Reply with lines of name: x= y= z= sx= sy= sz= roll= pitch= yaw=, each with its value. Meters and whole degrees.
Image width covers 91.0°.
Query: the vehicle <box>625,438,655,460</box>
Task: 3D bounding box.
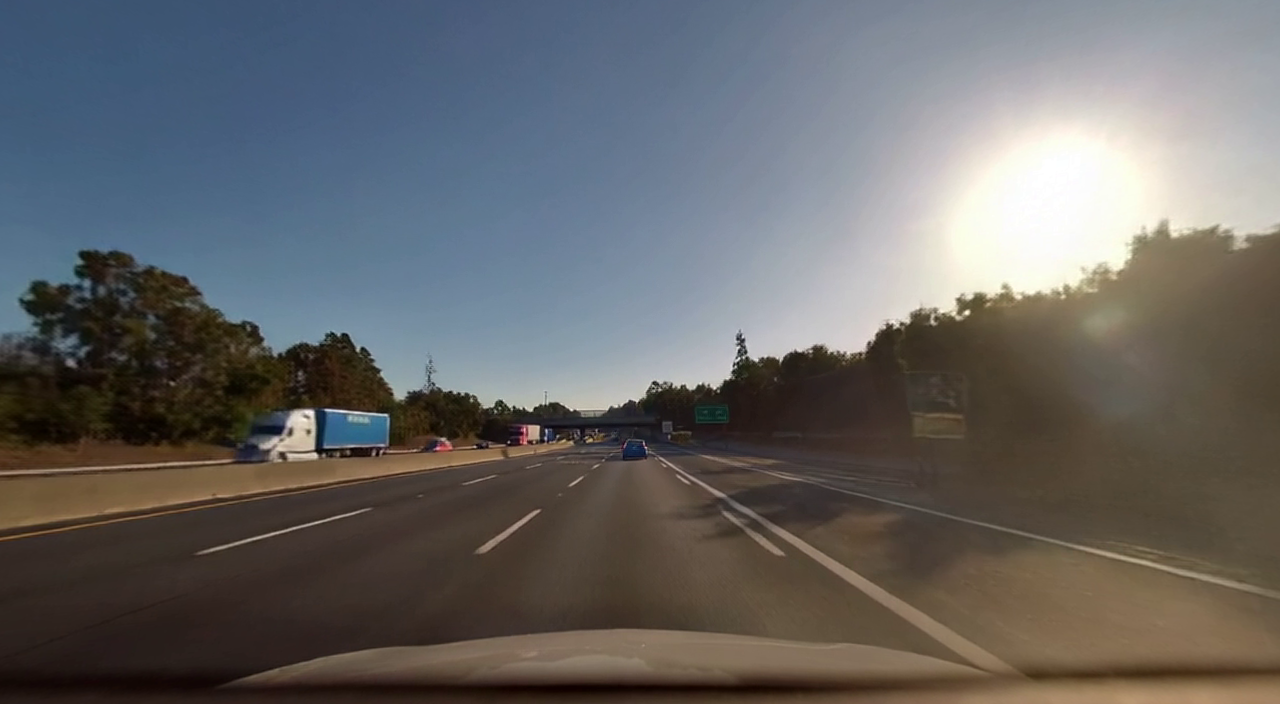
vehicle: x=-0.034 y=6.780 z=43.937 sx=2.028 sy=1.440 sz=3.690 roll=0 pitch=-8 yaw=-1

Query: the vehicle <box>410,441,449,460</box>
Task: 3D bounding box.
vehicle: x=-16.515 y=7.745 z=49.628 sx=1.759 sy=1.446 sz=3.742 roll=-1 pitch=-8 yaw=0

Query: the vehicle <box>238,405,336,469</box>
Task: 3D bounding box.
vehicle: x=-22.956 y=5.575 z=41.371 sx=2.915 sy=3.852 sz=5.920 roll=0 pitch=-8 yaw=0
